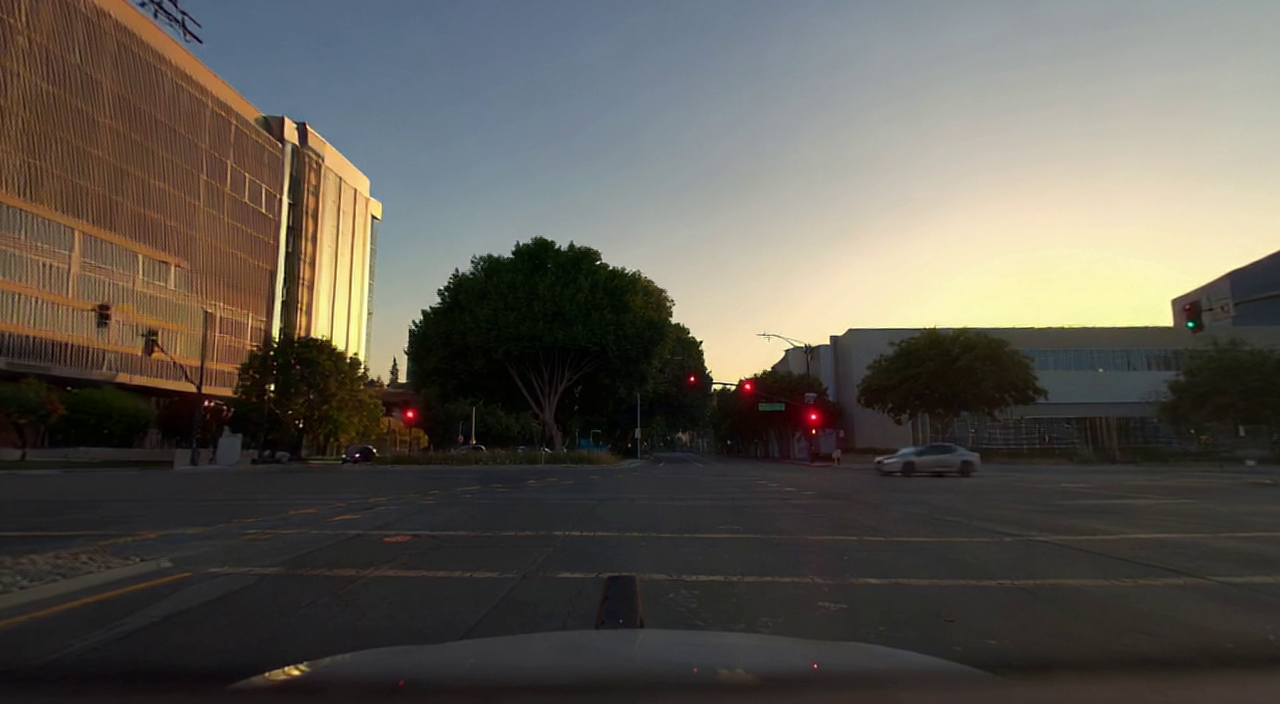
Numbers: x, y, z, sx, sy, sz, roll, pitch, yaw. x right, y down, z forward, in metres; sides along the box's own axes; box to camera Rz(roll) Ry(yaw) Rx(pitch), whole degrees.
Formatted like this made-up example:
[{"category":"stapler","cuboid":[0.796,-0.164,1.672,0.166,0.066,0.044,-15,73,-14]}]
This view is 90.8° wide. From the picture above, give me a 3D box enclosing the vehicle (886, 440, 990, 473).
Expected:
[{"category":"vehicle","cuboid":[16.297,5.710,34.719,4.639,1.699,2.030,0,-9,-3]}]
